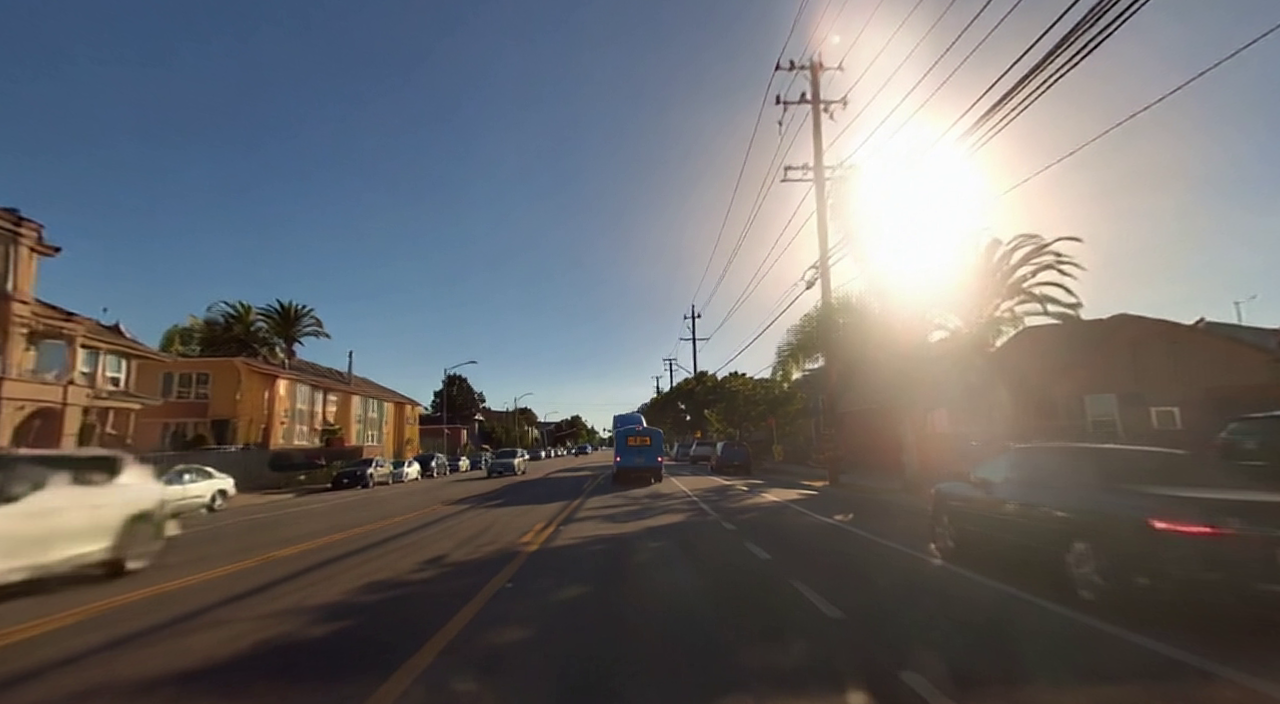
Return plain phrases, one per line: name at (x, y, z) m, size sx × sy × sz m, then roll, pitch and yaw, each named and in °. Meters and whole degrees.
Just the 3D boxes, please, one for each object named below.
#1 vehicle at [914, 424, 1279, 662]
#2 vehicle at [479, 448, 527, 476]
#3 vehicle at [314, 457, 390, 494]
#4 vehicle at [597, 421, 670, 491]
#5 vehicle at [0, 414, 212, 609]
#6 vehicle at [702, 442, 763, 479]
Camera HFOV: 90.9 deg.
vehicle at (4.677, 1.504, 6.113) m, size 2.022 × 1.456 × 4.246 m, roll 0°, pitch -8°, yaw -2°
vehicle at (-7.688, 6.179, 35.730) m, size 1.844 × 1.453 × 4.414 m, roll 0°, pitch -8°, yaw -1°
vehicle at (-13.413, 5.744, 29.619) m, size 1.841 × 1.356 × 3.938 m, roll -5°, pitch -8°, yaw -2°
vehicle at (-0.327, 3.434, 21.055) m, size 2.168 × 2.040 × 4.527 m, roll 0°, pitch -9°, yaw -4°
vehicle at (-6.765, 1.532, 6.264) m, size 1.993 × 1.737 × 4.353 m, roll 0°, pitch -9°, yaw -1°
vehicle at (4.023, 4.807, 28.205) m, size 1.946 × 1.530 × 4.240 m, roll 0°, pitch -9°, yaw -2°
